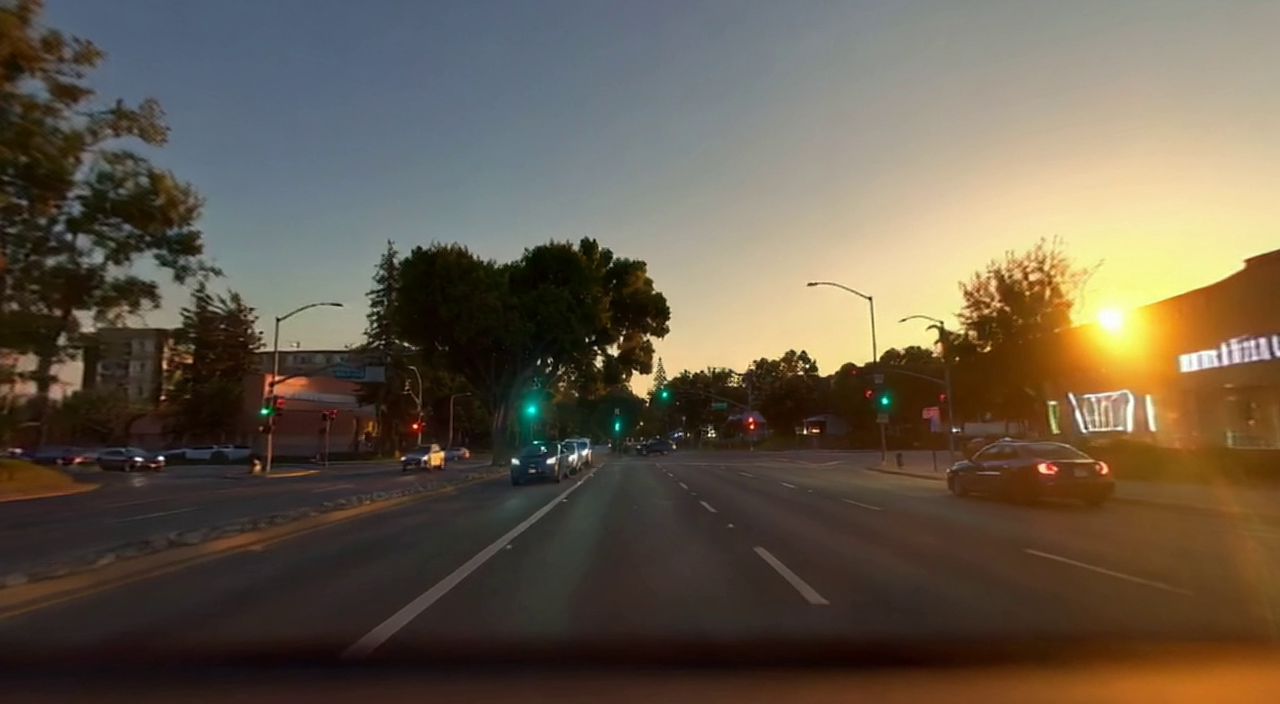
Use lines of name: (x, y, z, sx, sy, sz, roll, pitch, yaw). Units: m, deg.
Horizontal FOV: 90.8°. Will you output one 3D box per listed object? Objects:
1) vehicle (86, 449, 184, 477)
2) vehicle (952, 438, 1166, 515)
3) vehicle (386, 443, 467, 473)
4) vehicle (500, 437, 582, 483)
vehicle: (-30.006, 6.543, 37.523, 5.228, 1.539, 2.009, -3, -9, 21)
vehicle: (9.119, 2.711, 14.311, 1.936, 1.460, 4.258, 0, -8, 0)
vehicle: (-11.438, 5.662, 34.160, 1.873, 1.485, 4.382, -3, -9, 17)
vehicle: (-3.431, 3.853, 22.897, 2.121, 1.481, 4.708, 0, -8, 1)
